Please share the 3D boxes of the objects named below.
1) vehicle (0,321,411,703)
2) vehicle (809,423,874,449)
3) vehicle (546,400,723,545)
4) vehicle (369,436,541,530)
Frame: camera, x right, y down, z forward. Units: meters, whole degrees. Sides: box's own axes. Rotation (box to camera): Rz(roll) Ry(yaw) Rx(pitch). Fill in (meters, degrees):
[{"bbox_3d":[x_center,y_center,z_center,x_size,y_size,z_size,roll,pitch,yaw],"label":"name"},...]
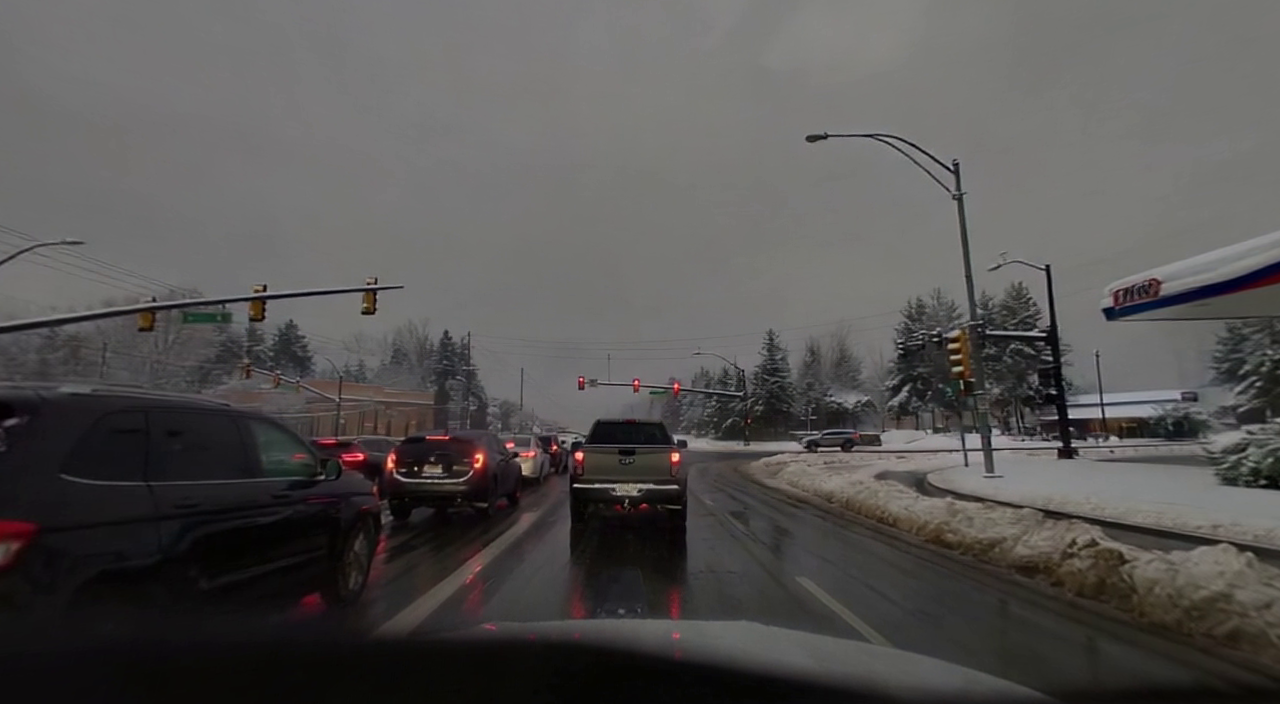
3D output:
[{"bbox_3d":[-3.312,1.020,3.987,2.096,1.718,4.266,0,-8,0],"label":"vehicle"},{"bbox_3d":[14.290,5.980,44.739,4.548,1.730,2.013,6,-10,-35],"label":"vehicle"},{"bbox_3d":[-0.089,1.888,10.547,2.224,1.819,5.005,0,-8,-1],"label":"vehicle"},{"bbox_3d":[-3.158,2.309,11.754,1.881,1.424,4.098,0,-8,1],"label":"vehicle"}]
